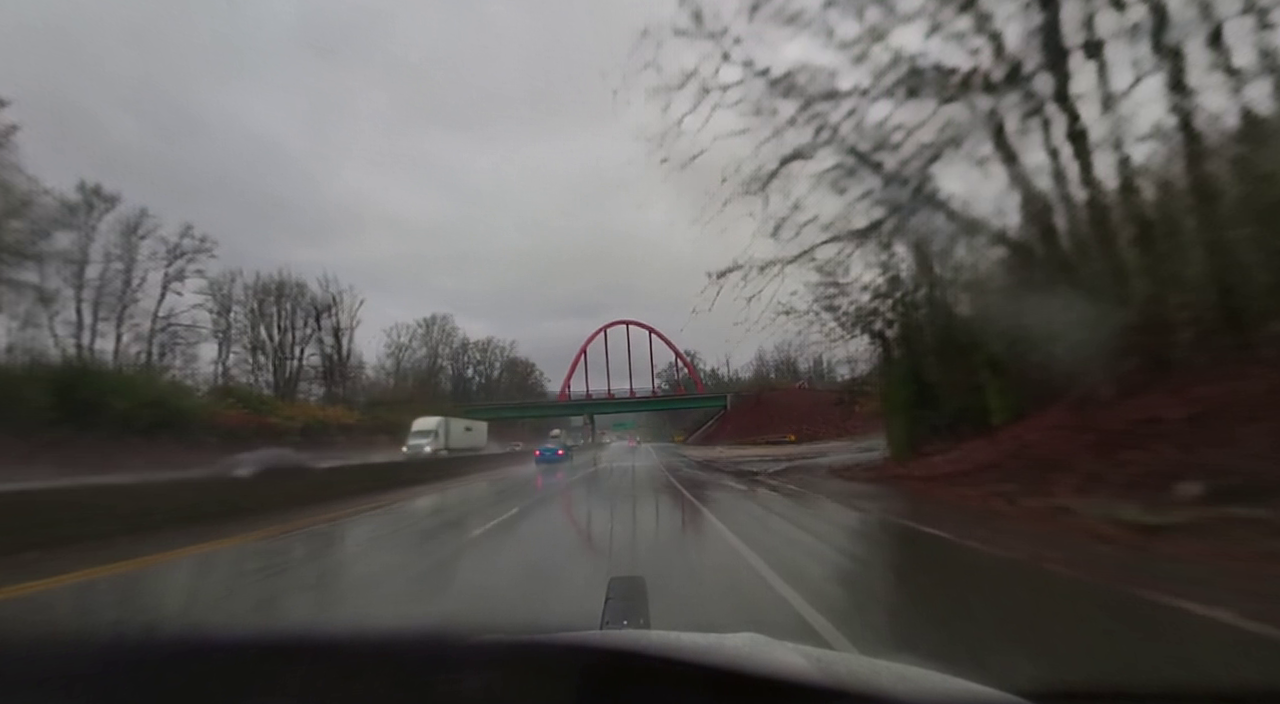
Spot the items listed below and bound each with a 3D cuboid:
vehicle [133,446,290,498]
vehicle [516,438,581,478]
[{"bbox_3d":[-13.907,3.881,20.794,1.924,1.530,4.565,0,-9,1],"label":"vehicle"},{"bbox_3d":[-3.777,4.449,26.632,2.052,1.556,4.405,0,-8,0],"label":"vehicle"}]
